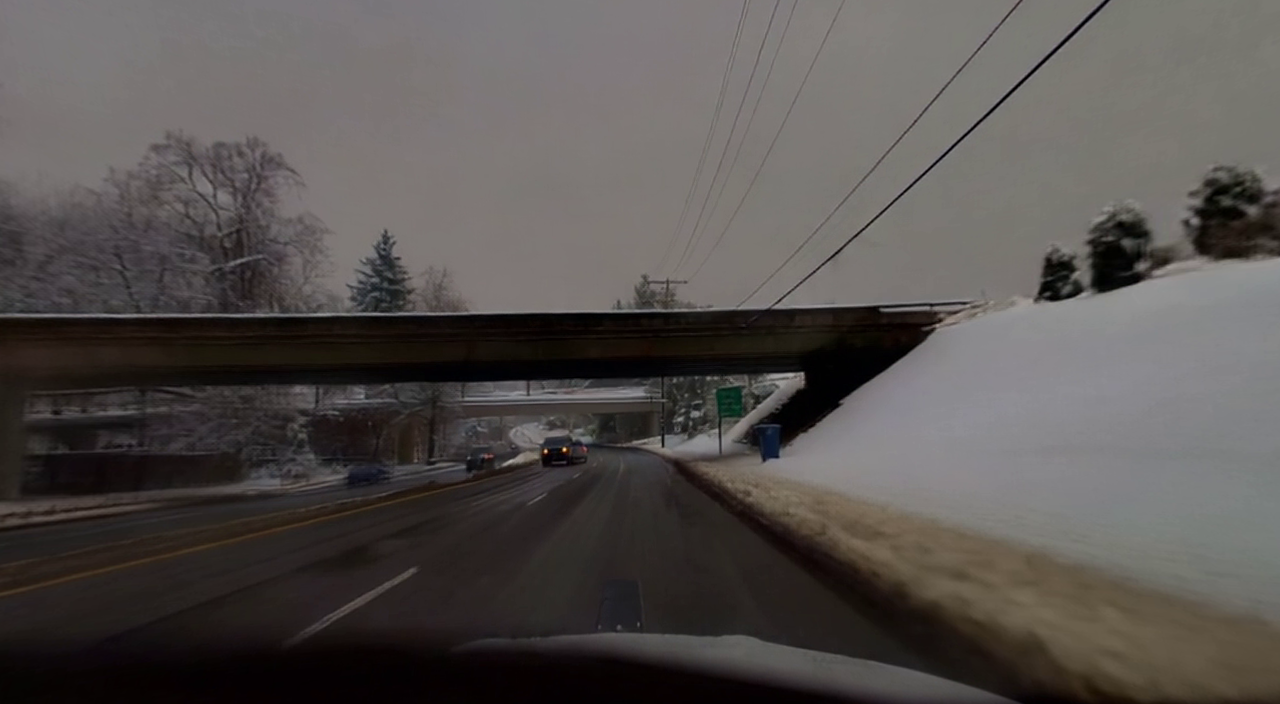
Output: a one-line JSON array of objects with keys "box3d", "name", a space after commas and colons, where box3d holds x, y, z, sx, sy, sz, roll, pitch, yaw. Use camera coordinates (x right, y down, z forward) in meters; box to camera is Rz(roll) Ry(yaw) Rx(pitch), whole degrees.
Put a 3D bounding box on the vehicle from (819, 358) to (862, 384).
[{"box3d": [15.402, 1.496, 48.775, 2.058, 1.475, 4.587, 1, -7, 4], "name": "vehicle"}]
